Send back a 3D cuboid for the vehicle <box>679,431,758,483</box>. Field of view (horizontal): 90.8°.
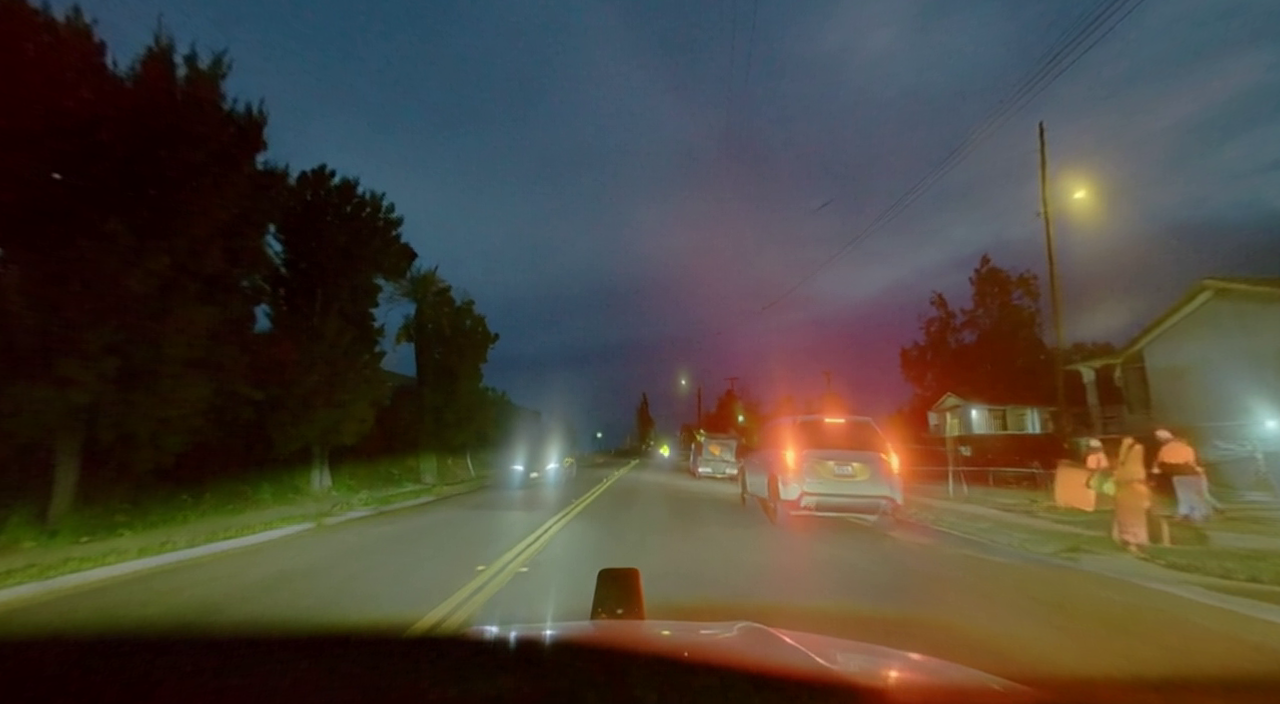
[{"bbox_3d":[3.310,4.666,28.451,2.617,2.020,6.531,0,-9,-1],"label":"vehicle"}]

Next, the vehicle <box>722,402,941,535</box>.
[{"bbox_3d":[3.453,2.321,13.237,2.759,2.114,6.152,0,-9,1],"label":"vehicle"}]

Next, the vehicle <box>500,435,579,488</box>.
[{"bbox_3d":[-3.537,3.949,23.097,2.078,1.716,4.367,0,-8,1],"label":"vehicle"}]
